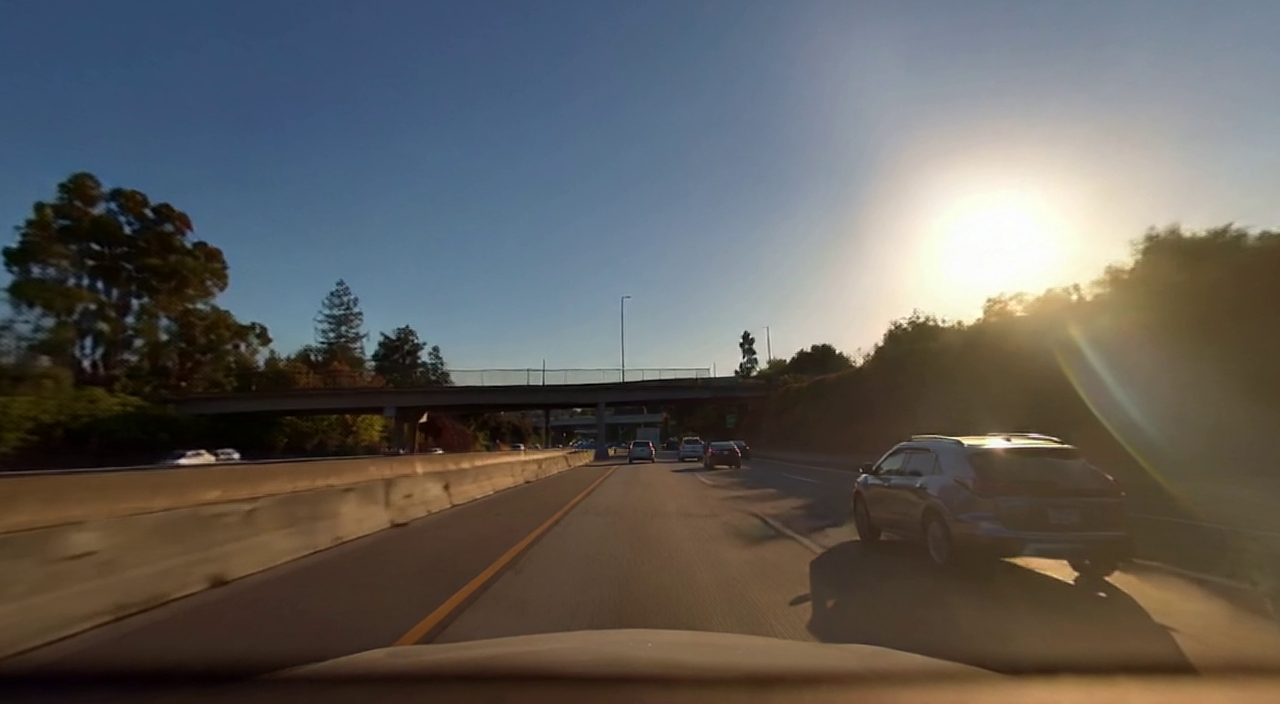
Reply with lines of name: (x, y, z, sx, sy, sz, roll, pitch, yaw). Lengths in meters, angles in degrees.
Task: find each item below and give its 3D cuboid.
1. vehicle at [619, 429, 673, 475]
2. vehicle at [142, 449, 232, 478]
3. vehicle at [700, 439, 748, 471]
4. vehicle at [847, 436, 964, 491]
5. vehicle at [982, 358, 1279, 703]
vehicle: (0.235, 4.400, 27.934, 2.189, 1.852, 4.038, 0, -8, 0)
vehicle: (-27.425, 6.735, 38.370, 1.964, 1.614, 4.627, -1, -8, 1)
vehicle: (4.201, 5.213, 32.142, 1.825, 1.487, 4.034, 0, -8, -1)
vehicle: (8.090, 3.404, 19.676, 1.810, 1.516, 4.183, 0, -8, 0)
vehicle: (3.742, 0.876, 2.801, 2.003, 1.661, 4.418, -1, -8, 1)
